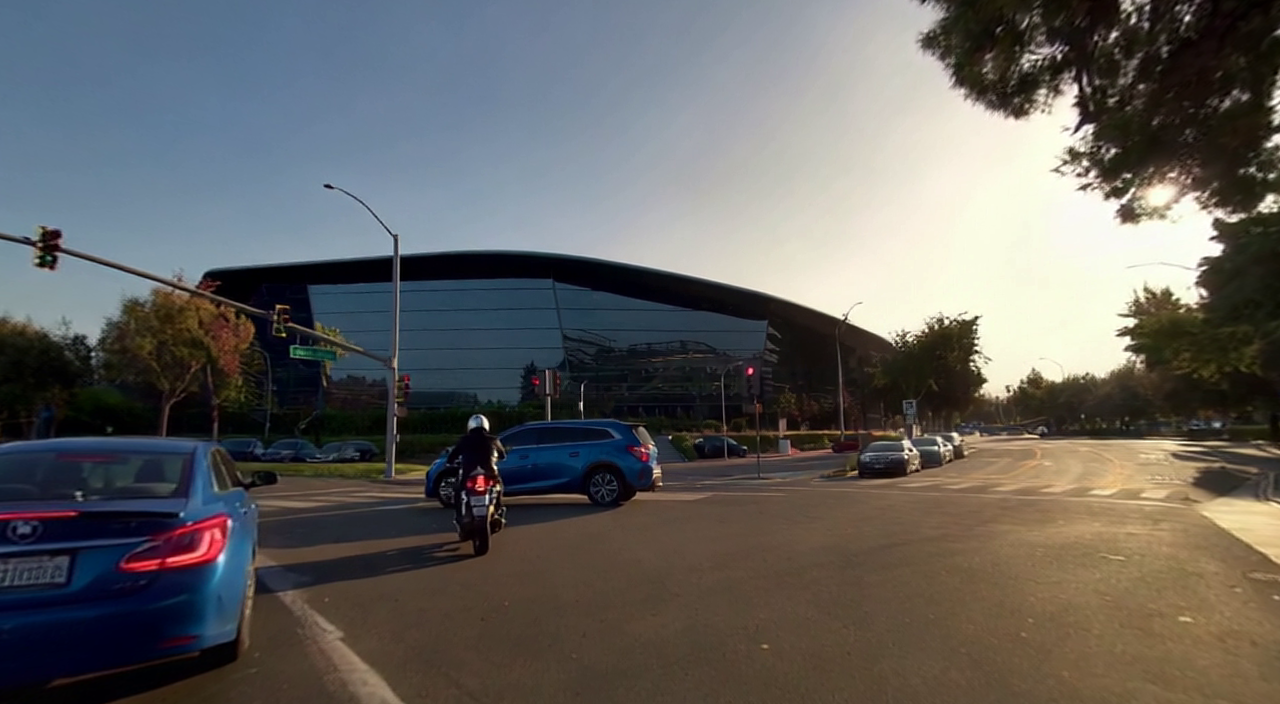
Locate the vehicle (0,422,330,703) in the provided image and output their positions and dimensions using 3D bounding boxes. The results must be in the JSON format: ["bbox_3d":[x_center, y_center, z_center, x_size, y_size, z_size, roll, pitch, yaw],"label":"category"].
[{"bbox_3d":[-4.080,1.372,5.157,2.009,1.450,4.182,6,-10,-35],"label":"vehicle"}]

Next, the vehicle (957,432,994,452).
[{"bbox_3d":[26.170,7.044,49.126,2.087,1.475,4.278,-6,-10,32],"label":"vehicle"}]

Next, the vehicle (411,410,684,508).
[{"bbox_3d":[-2.136,2.421,14.690,5.833,1.960,2.341,2,-9,-16],"label":"vehicle"}]

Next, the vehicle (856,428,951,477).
[{"bbox_3d":[10.205,3.815,24.213,2.084,1.656,4.583,-7,-11,38],"label":"vehicle"}]
